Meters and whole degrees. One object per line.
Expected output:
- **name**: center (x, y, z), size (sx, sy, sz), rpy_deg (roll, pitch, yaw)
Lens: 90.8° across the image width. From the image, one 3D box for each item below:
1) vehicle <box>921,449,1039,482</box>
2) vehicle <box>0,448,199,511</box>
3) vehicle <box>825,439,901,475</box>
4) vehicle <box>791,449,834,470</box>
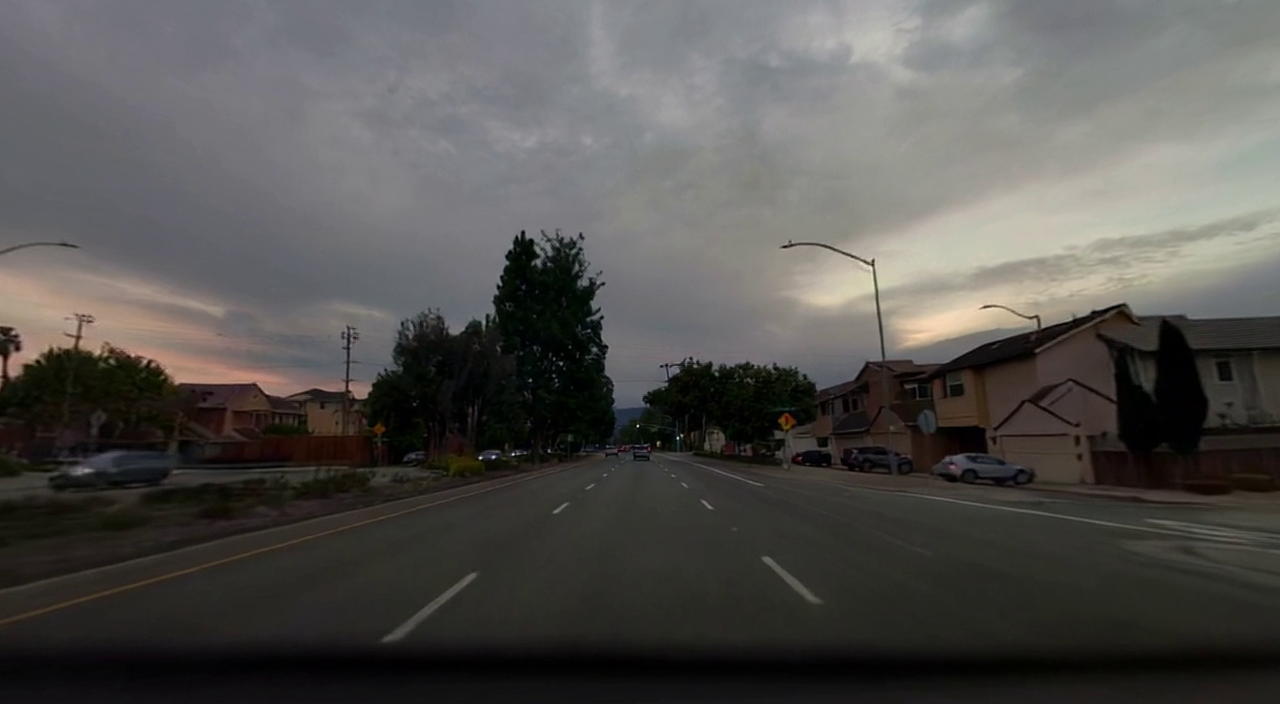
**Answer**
- **vehicle**: center (16.010, 5.338, 30.019), size (1.826, 1.420, 4.533), rpy_deg (5, -10, -32)
- **vehicle**: center (-14.798, 3.463, 17.646), size (1.929, 1.506, 4.125), rpy_deg (0, -9, 0)
- **vehicle**: center (13.197, 6.257, 37.826), size (2.047, 1.950, 5.112), rpy_deg (1, -9, -8)
- **vehicle**: center (12.798, 8.019, 47.255), size (1.916, 1.452, 4.651), rpy_deg (0, -9, 0)
